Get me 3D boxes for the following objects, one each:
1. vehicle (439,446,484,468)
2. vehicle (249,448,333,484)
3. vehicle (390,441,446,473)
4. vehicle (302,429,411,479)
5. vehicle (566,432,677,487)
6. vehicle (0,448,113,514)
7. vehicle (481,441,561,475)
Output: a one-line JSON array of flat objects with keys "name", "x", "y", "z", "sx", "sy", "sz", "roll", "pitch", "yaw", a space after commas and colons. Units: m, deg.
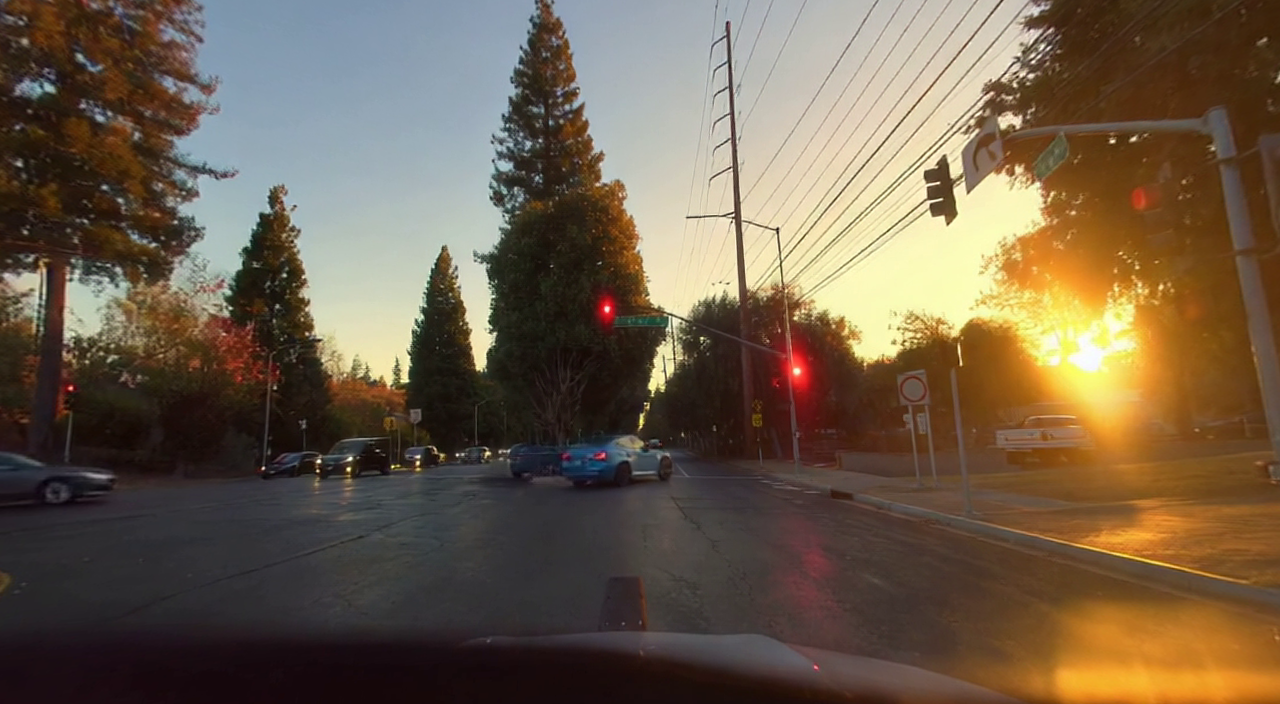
[{"name": "vehicle", "x": -12.680, "y": 7.485, "z": 44.908, "sx": 1.841, "sy": 1.477, "sz": 4.485, "roll": 0, "pitch": -8, "yaw": 1}, {"name": "vehicle", "x": -17.099, "y": 5.588, "z": 31.020, "sx": 1.942, "sy": 1.477, "sz": 3.957, "roll": -4, "pitch": -9, "yaw": 0}, {"name": "vehicle", "x": -13.227, "y": 6.303, "z": 37.633, "sx": 1.772, "sy": 1.647, "sz": 4.221, "roll": -4, "pitch": -9, "yaw": 0}, {"name": "vehicle", "x": -13.119, "y": 4.767, "z": 29.626, "sx": 2.350, "sy": 2.104, "sz": 5.828, "roll": 0, "pitch": -8, "yaw": 1}, {"name": "vehicle", "x": -0.494, "y": 3.648, "z": 21.713, "sx": 2.051, "sy": 1.666, "sz": 4.607, "roll": -4, "pitch": -9, "yaw": 23}, {"name": "vehicle", "x": -15.435, "y": 2.976, "z": 14.549, "sx": 4.531, "sy": 1.446, "sz": 1.846, "roll": 4, "pitch": -10, "yaw": -28}, {"name": "vehicle", "x": -5.604, "y": 5.062, "z": 30.238, "sx": 1.904, "sy": 1.482, "sz": 4.603, "roll": -3, "pitch": -9, "yaw": 15}]
